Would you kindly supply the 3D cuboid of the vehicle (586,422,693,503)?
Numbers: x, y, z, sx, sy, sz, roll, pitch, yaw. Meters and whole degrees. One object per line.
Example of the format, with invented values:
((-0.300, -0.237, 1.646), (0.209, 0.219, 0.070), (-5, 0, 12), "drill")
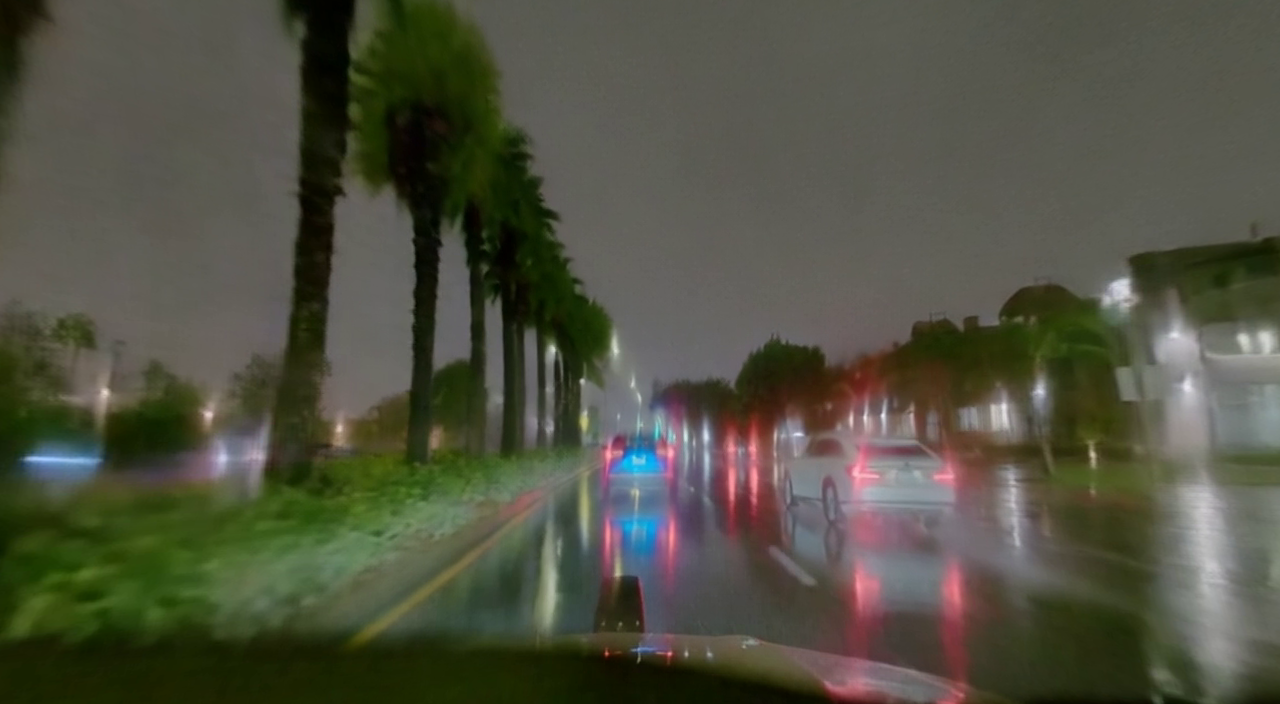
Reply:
((-0.038, 2.631, 15.443), (2.239, 1.693, 4.301), (0, -8, -1), "vehicle")

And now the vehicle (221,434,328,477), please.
((-17.672, 4.995, 30.895), (2.127, 1.883, 5.167), (0, -7, 0), "vehicle")

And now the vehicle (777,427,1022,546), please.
((3.760, 2.021, 10.246), (1.941, 1.472, 4.570), (0, -8, -1), "vehicle")

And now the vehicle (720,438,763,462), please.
((6.448, 6.286, 40.599), (1.930, 1.457, 4.267), (0, -8, -2), "vehicle")
